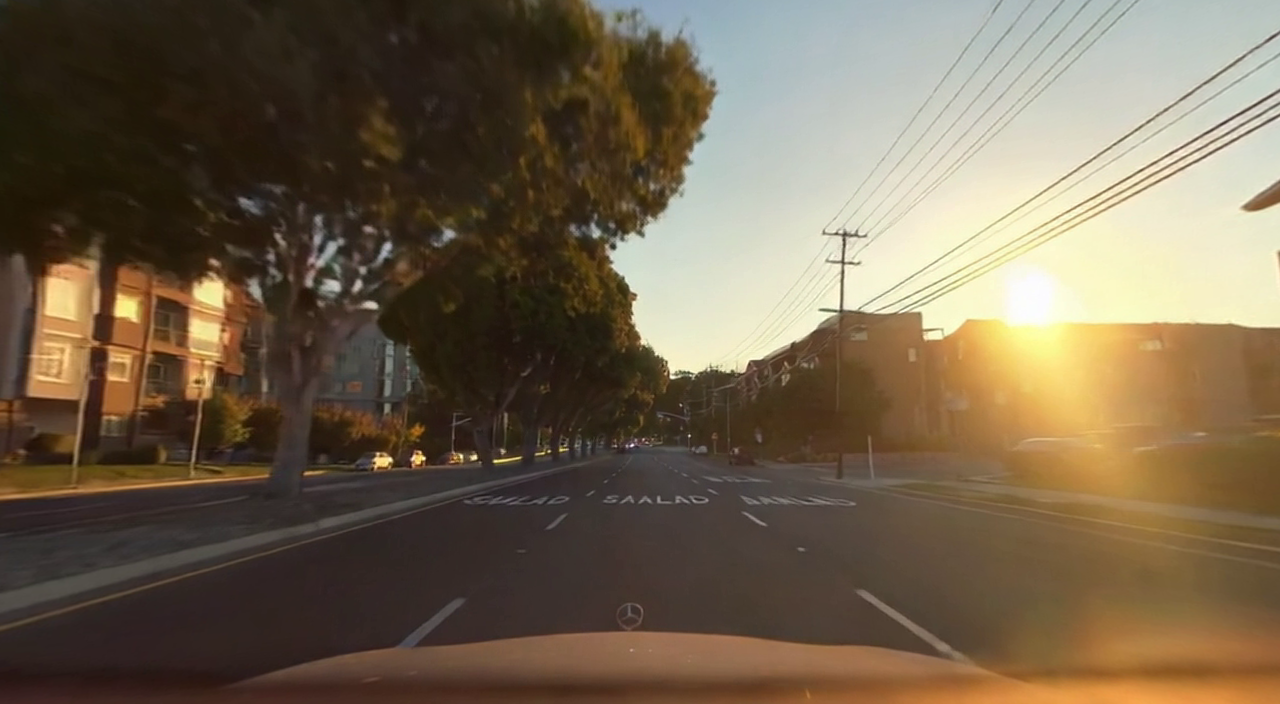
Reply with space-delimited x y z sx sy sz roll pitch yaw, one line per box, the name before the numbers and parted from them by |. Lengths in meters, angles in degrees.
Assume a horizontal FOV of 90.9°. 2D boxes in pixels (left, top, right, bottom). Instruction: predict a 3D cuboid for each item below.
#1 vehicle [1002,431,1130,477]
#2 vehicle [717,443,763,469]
vehicle | 17.682 4.257 26.511 1.960 1.725 4.616 0 -8 -3
vehicle | 7.699 8.050 49.141 2.747 1.938 4.708 0 -8 -1
